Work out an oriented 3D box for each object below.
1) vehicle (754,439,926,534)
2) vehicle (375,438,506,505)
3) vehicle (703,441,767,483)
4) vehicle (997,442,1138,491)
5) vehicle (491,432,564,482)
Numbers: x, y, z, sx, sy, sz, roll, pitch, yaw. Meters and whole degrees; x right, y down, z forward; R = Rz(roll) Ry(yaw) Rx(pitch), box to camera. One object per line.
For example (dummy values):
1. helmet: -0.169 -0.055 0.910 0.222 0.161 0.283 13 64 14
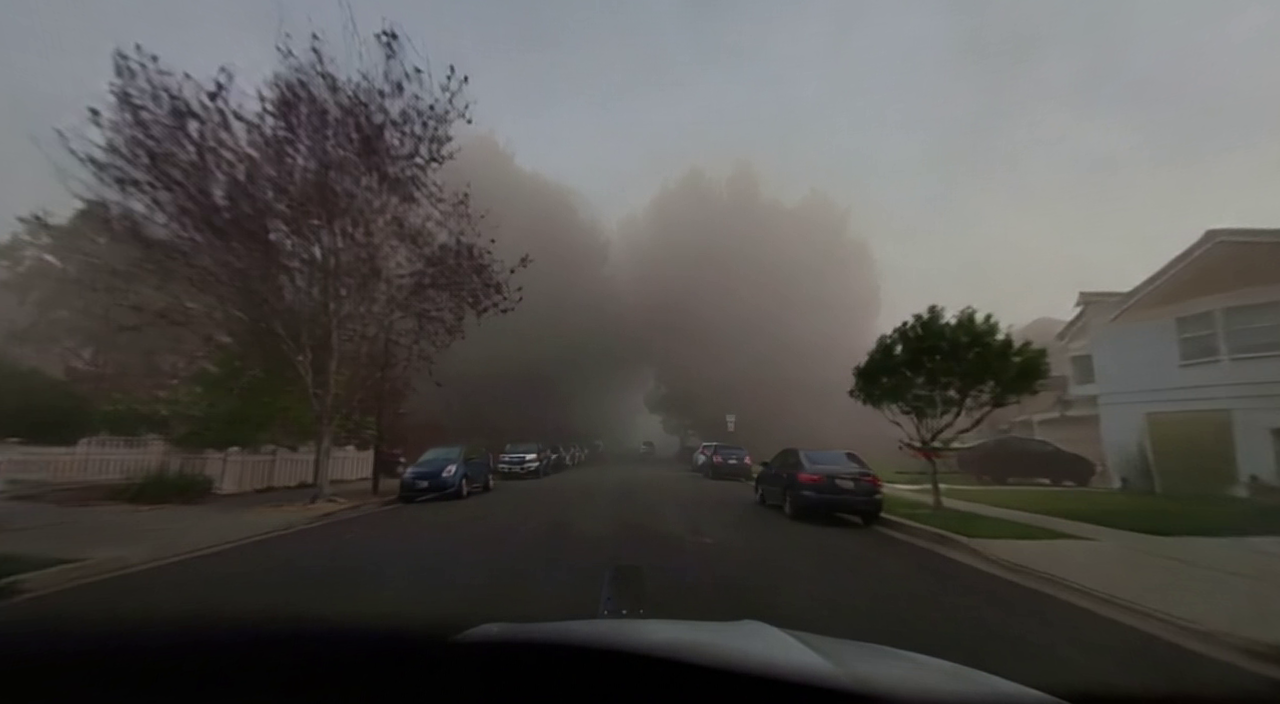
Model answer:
1. vehicle: 3.629 2.499 12.389 1.871 1.514 4.553 0 -8 0
2. vehicle: -5.214 3.156 17.167 1.872 1.515 4.535 1 -8 3
3. vehicle: 3.744 4.412 25.471 1.987 1.518 4.686 0 -8 2
4. vehicle: 14.661 3.915 21.576 3.992 1.517 1.764 4 -9 -15
5. vehicle: -4.710 4.481 27.130 2.162 1.857 4.758 2 -8 1
